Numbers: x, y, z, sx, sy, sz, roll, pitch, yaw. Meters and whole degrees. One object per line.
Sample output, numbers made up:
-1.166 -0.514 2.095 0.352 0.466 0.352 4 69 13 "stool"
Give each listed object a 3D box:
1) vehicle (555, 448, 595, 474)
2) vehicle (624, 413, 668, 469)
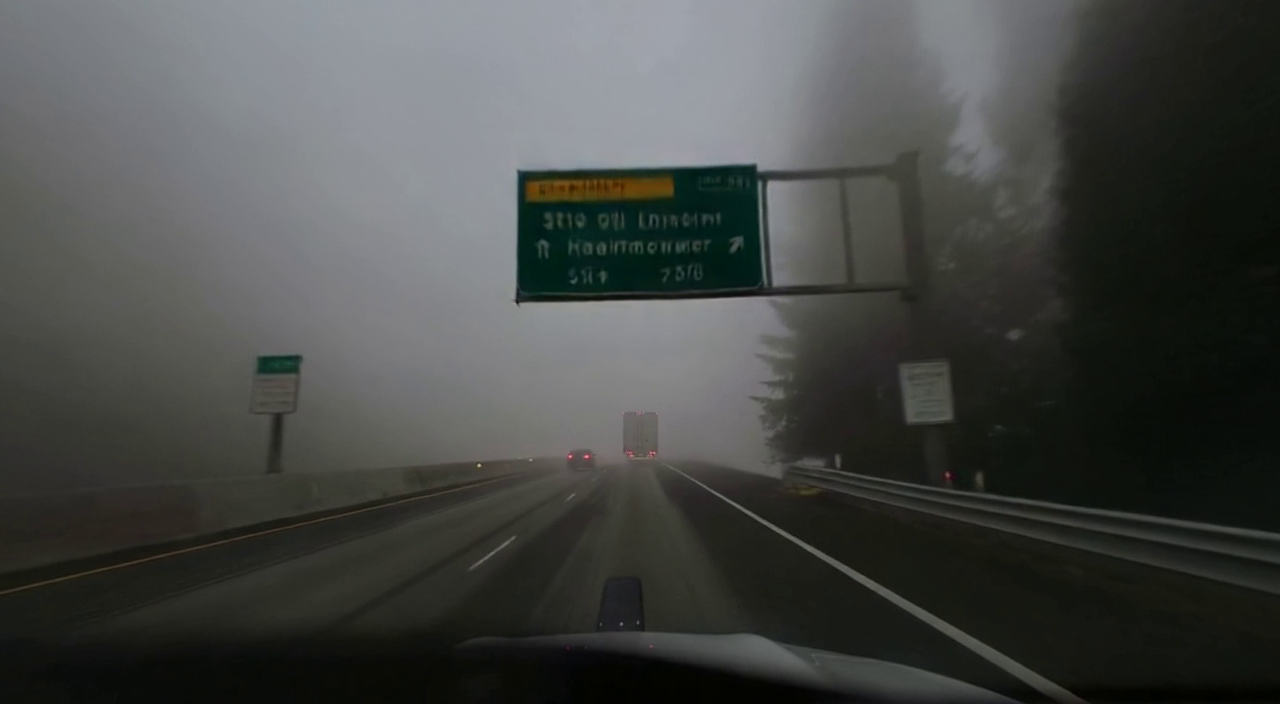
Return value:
-4.089 6.903 40.224 2.053 1.523 4.450 0 -9 1 "vehicle"
0.269 6.815 47.931 2.864 3.805 9.500 0 -9 -2 "vehicle"
